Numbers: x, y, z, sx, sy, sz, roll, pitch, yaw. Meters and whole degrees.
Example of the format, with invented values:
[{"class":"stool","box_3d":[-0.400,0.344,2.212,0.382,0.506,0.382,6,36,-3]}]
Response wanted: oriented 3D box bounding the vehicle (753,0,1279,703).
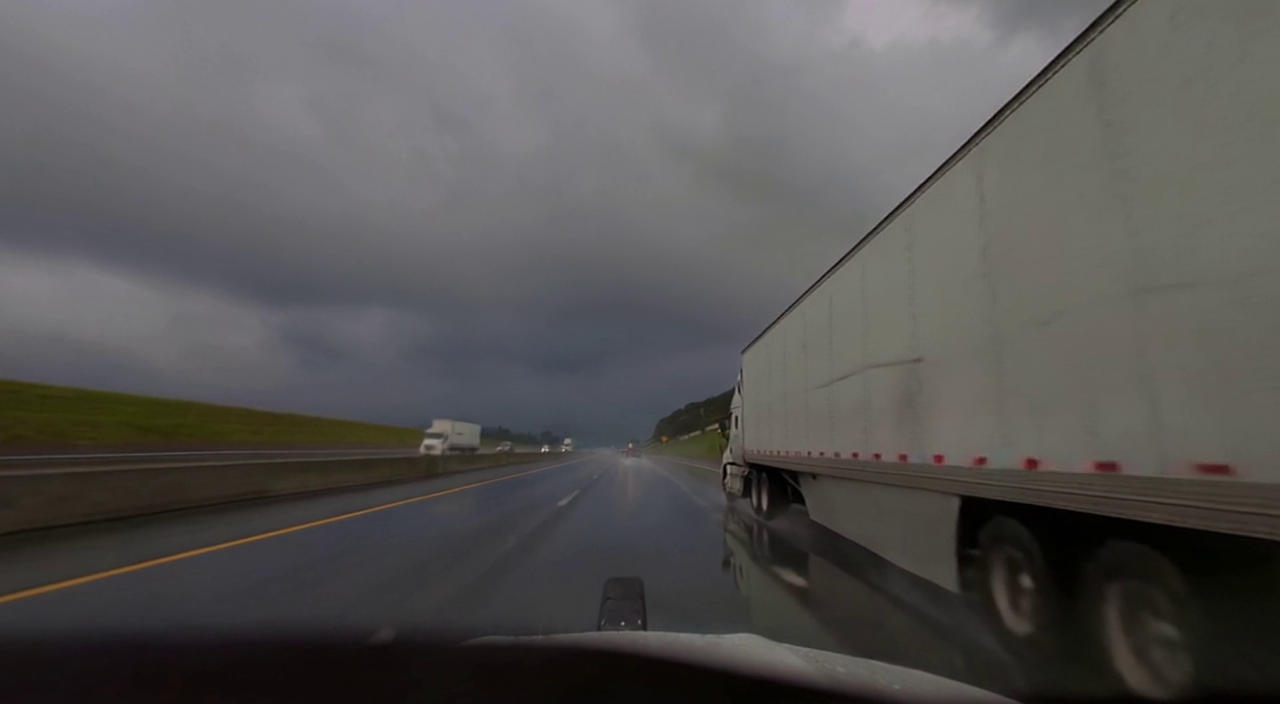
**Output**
[{"class":"vehicle","box_3d":[3.805,0.635,6.783,2.876,3.586,11.726,0,-9,-1]}]
